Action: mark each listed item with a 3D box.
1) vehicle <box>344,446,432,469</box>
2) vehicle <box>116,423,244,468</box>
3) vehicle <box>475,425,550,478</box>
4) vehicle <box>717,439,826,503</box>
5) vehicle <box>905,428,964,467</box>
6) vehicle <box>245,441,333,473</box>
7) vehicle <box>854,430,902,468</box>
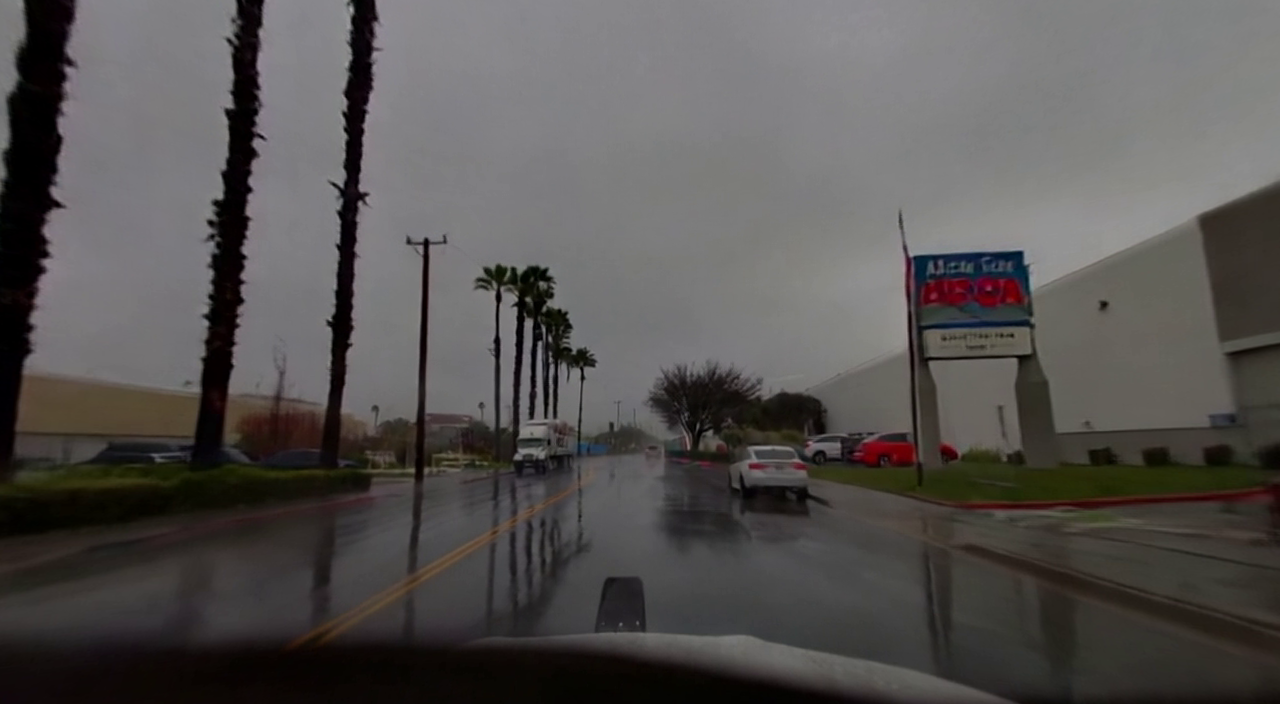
[{"bbox_3d":[-16.596,6.950,41.725,4.890,1.483,2.055,0,-9,3],"label":"vehicle"},{"bbox_3d":[-35.728,7.301,49.204,7.633,3.371,2.994,-1,-9,4],"label":"vehicle"},{"bbox_3d":[-7.564,5.997,38.347,2.845,2.738,7.208,-3,-9,2],"label":"vehicle"},{"bbox_3d":[3.647,3.389,18.463,2.111,1.611,4.576,0,-9,-1],"label":"vehicle"},{"bbox_3d":[15.274,4.989,33.041,2.311,1.876,4.987,-3,-9,20],"label":"vehicle"},{"bbox_3d":[-20.417,6.142,37.095,2.152,1.746,5.461,0,-9,-1],"label":"vehicle"},{"bbox_3d":[12.659,5.115,33.412,2.159,1.840,4.404,-3,-9,22],"label":"vehicle"}]
